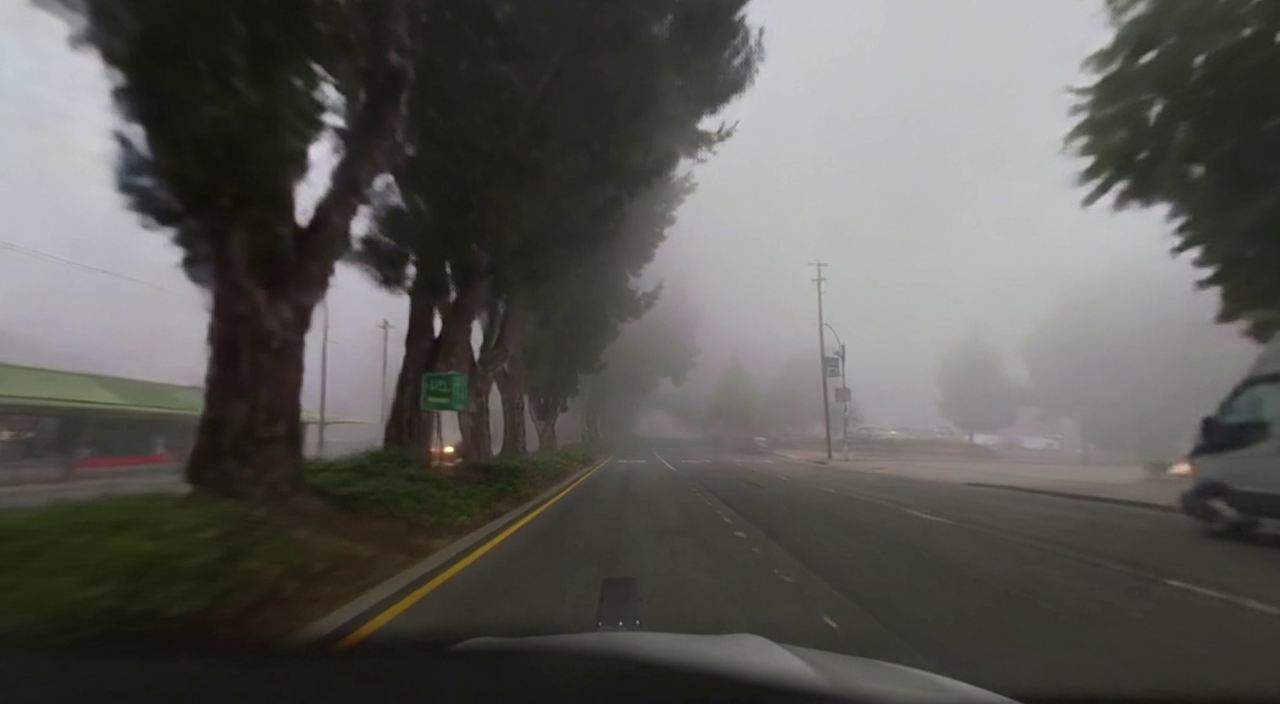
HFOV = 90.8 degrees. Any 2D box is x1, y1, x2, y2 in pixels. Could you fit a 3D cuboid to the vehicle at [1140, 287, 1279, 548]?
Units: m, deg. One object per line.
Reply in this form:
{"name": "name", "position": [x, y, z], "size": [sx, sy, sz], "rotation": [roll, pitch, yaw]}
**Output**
{"name": "vehicle", "position": [9.712, 0.550, 6.187], "size": [2.684, 3.381, 8.336], "rotation": [0, -9, 0]}

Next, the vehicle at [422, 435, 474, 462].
{"name": "vehicle", "position": [-12.753, 6.449, 42.232], "size": [2.027, 1.647, 4.385], "rotation": [0, -8, 1]}
